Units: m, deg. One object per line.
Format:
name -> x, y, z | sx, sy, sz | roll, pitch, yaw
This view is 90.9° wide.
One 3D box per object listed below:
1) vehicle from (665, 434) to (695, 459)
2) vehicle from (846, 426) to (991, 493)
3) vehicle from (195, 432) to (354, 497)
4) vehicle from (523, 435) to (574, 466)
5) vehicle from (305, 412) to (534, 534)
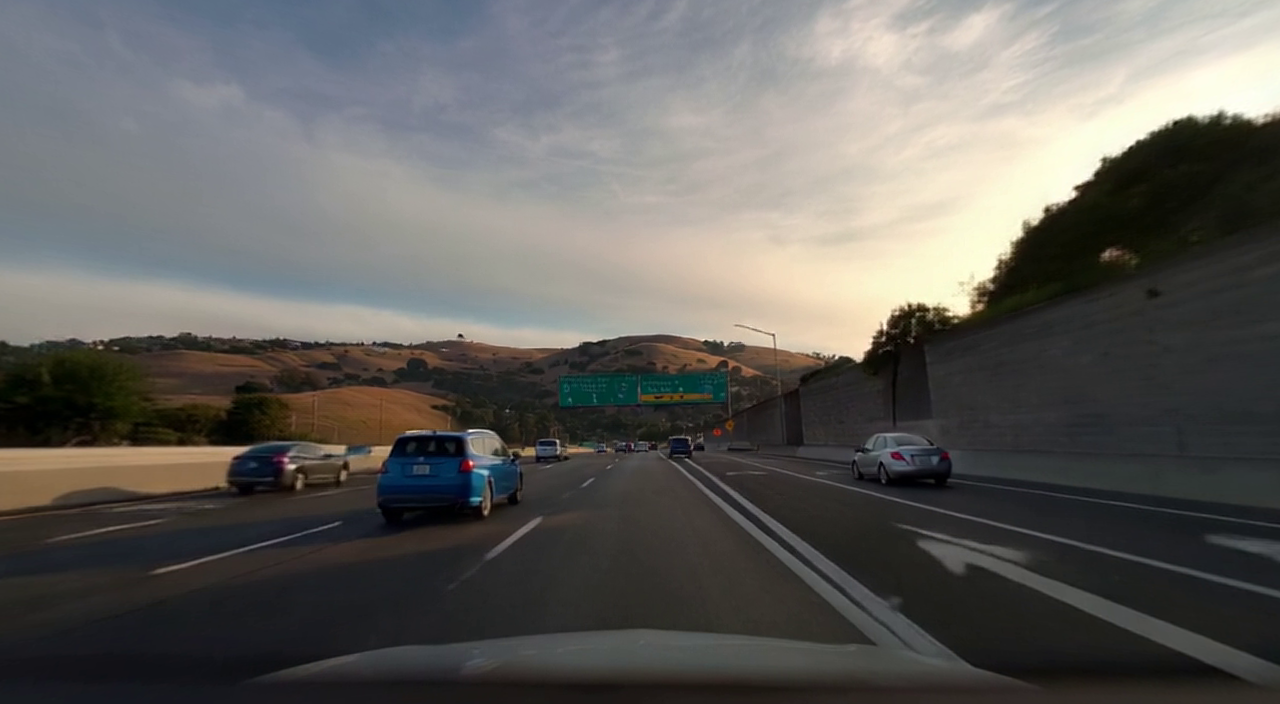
vehicle -> 3.169, 7.434, 49.519 | 2.172, 1.824, 5.031 | -1, -8, 5
vehicle -> 7.691, 3.025, 18.051 | 2.122, 1.646, 4.491 | 0, -8, 1
vehicle -> -11.281, 3.480, 19.972 | 2.091, 1.774, 4.754 | 0, -8, 1
vehicle -> -5.346, 5.810, 37.304 | 2.076, 1.730, 4.537 | -1, -8, 3
vehicle -> -3.617, 2.122, 11.696 | 2.210, 1.730, 5.133 | -1, -8, 2
